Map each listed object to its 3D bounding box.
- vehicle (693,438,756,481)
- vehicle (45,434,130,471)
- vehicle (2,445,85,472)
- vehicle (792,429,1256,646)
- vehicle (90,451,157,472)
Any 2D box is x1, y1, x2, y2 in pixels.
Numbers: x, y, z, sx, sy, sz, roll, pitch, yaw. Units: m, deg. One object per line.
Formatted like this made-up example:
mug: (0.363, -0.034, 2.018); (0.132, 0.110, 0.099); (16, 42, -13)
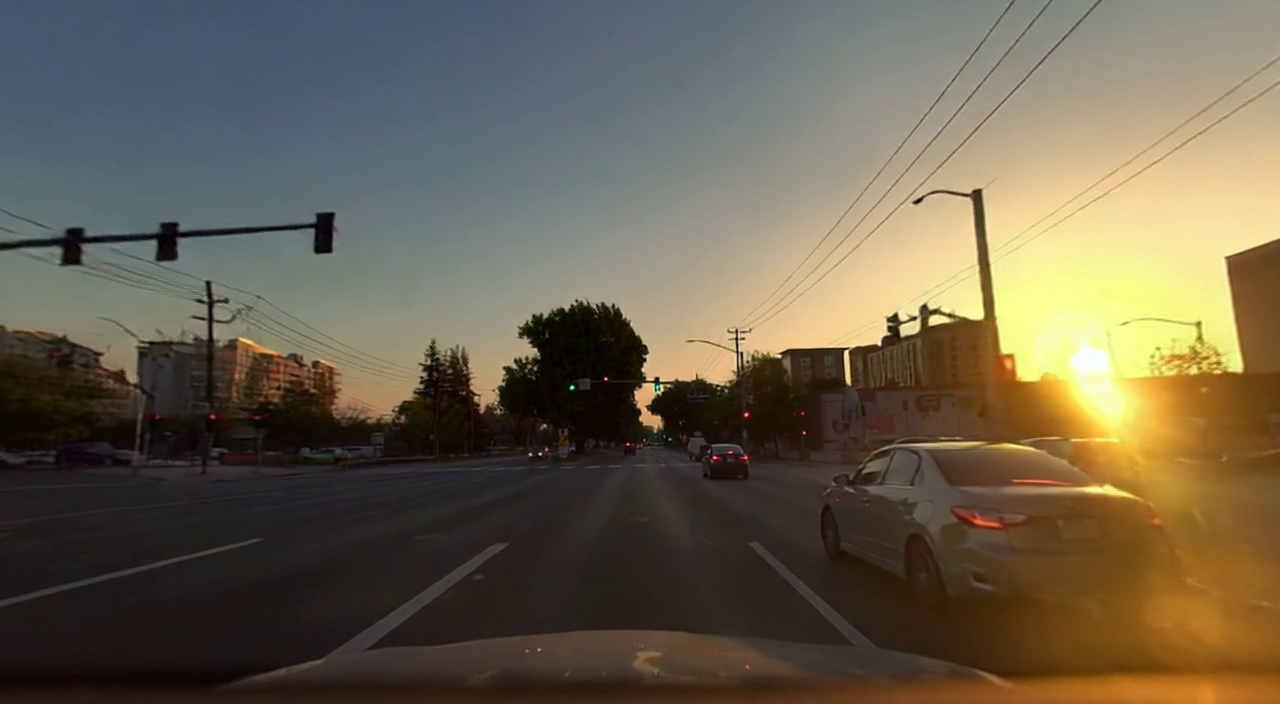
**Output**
vehicle: (3.616, 4.699, 27.887); (2.128, 1.699, 4.222); (0, -8, -1)
vehicle: (-43.399, 7.846, 49.840); (2.443, 2.739, 5.239); (2, -8, -9)
vehicle: (-46.094, 8.227, 48.971); (2.173, 1.845, 4.935); (2, -8, -10)
vehicle: (3.161, 1.595, 6.576); (2.004, 1.455, 4.417); (0, -9, -1)
vehicle: (-40.257, 8.530, 49.357); (1.786, 1.479, 4.347); (0, -9, -5)
